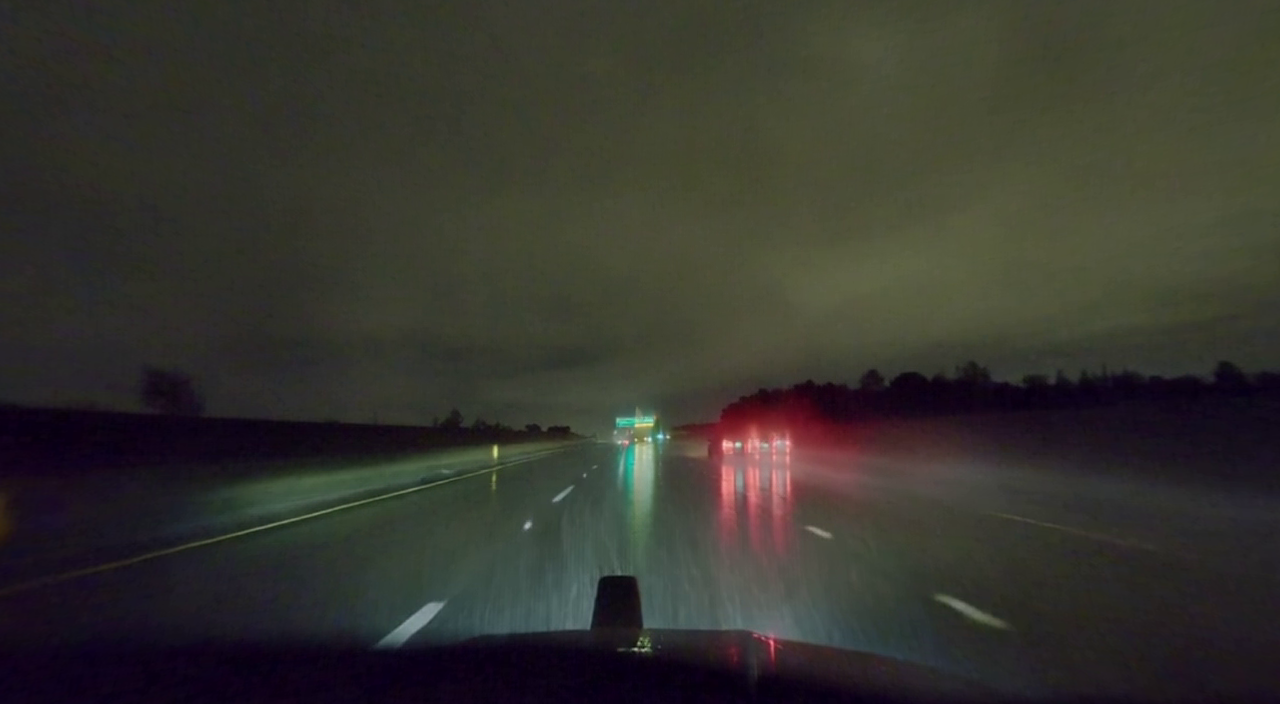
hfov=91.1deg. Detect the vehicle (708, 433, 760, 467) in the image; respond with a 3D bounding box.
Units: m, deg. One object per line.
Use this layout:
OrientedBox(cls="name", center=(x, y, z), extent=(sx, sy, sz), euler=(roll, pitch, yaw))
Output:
OrientedBox(cls="vehicle", center=(4.392, 4.613, 29.934), extent=(1.802, 1.492, 3.804), euler=(0, -8, -1))
